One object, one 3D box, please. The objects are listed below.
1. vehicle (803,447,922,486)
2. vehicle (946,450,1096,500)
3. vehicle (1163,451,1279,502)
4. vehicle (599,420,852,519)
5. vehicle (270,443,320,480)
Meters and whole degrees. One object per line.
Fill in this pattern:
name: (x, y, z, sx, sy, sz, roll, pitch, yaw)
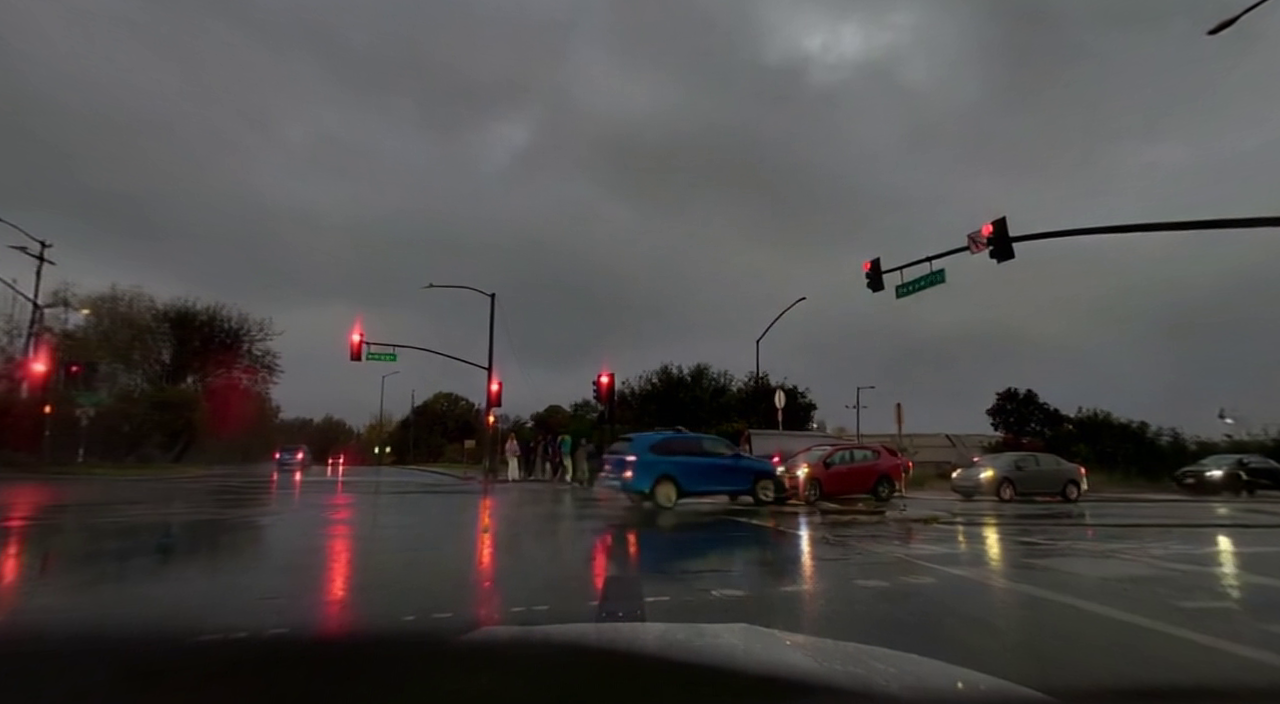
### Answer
vehicle: (9.661, 4.970, 27.497, 4.537, 1.608, 1.827, 2, -9, -10)
vehicle: (14.062, 4.494, 23.362, 4.356, 1.498, 1.957, -2, -8, -8)
vehicle: (23.410, 4.854, 24.757, 4.322, 1.522, 1.795, -3, -9, -11)
vehicle: (1.667, 2.343, 12.867, 4.633, 1.739, 2.090, 3, -9, -17)
vehicle: (-20.517, 6.481, 37.698, 2.243, 2.011, 5.631, 5, -10, -26)
